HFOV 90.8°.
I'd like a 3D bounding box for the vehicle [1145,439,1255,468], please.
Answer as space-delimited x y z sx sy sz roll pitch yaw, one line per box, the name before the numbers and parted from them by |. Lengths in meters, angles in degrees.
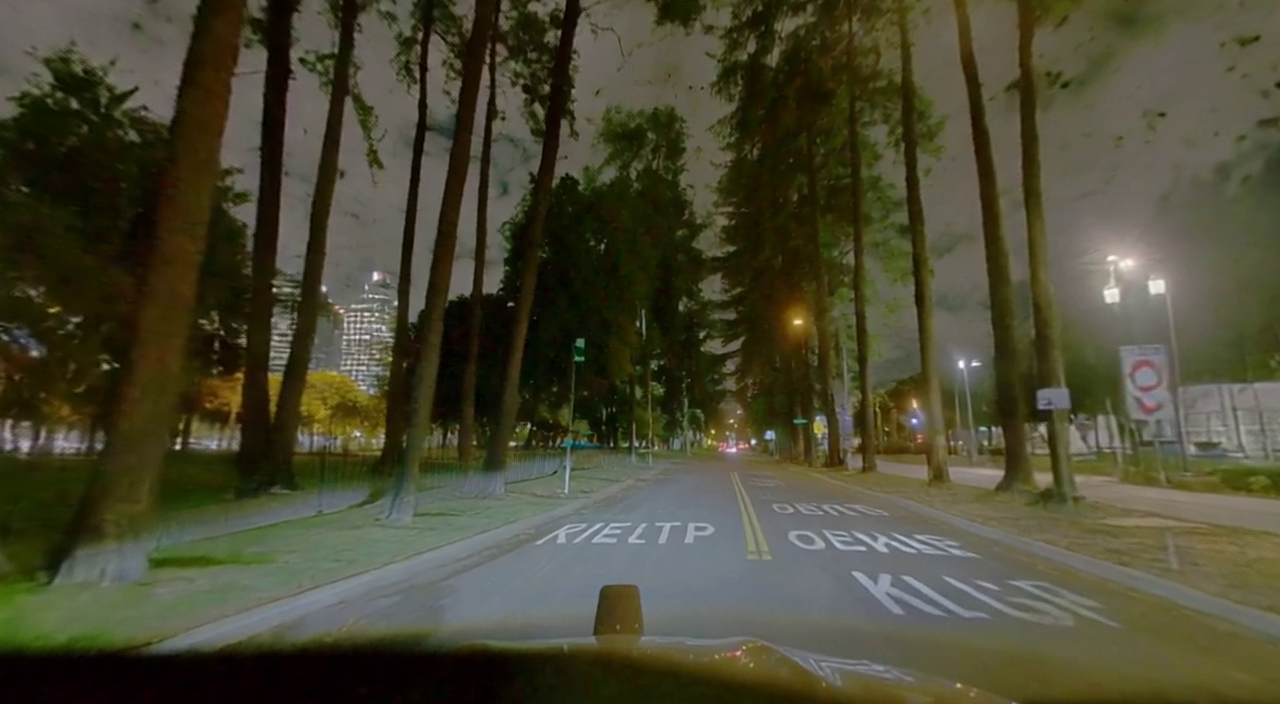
vehicle | 38.289 6.956 43.319 5.090 1.925 2.103 -2 -9 11
